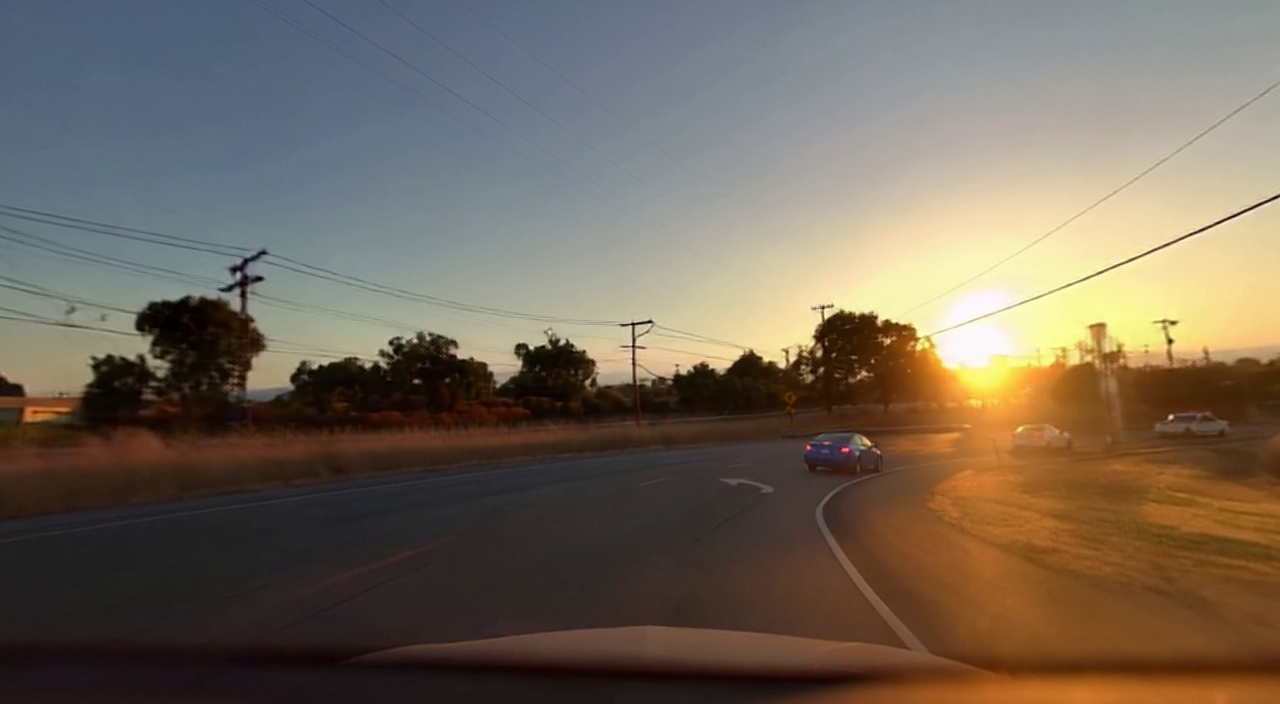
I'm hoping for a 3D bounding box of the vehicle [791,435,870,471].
[{"bbox_3d":[8.286,4.307,27.186,2.026,1.407,4.374,-6,-10,32],"label":"vehicle"}]

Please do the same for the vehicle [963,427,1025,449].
[{"bbox_3d":[24.633,6.005,43.821,4.307,1.465,1.836,5,-10,-32],"label":"vehicle"}]
